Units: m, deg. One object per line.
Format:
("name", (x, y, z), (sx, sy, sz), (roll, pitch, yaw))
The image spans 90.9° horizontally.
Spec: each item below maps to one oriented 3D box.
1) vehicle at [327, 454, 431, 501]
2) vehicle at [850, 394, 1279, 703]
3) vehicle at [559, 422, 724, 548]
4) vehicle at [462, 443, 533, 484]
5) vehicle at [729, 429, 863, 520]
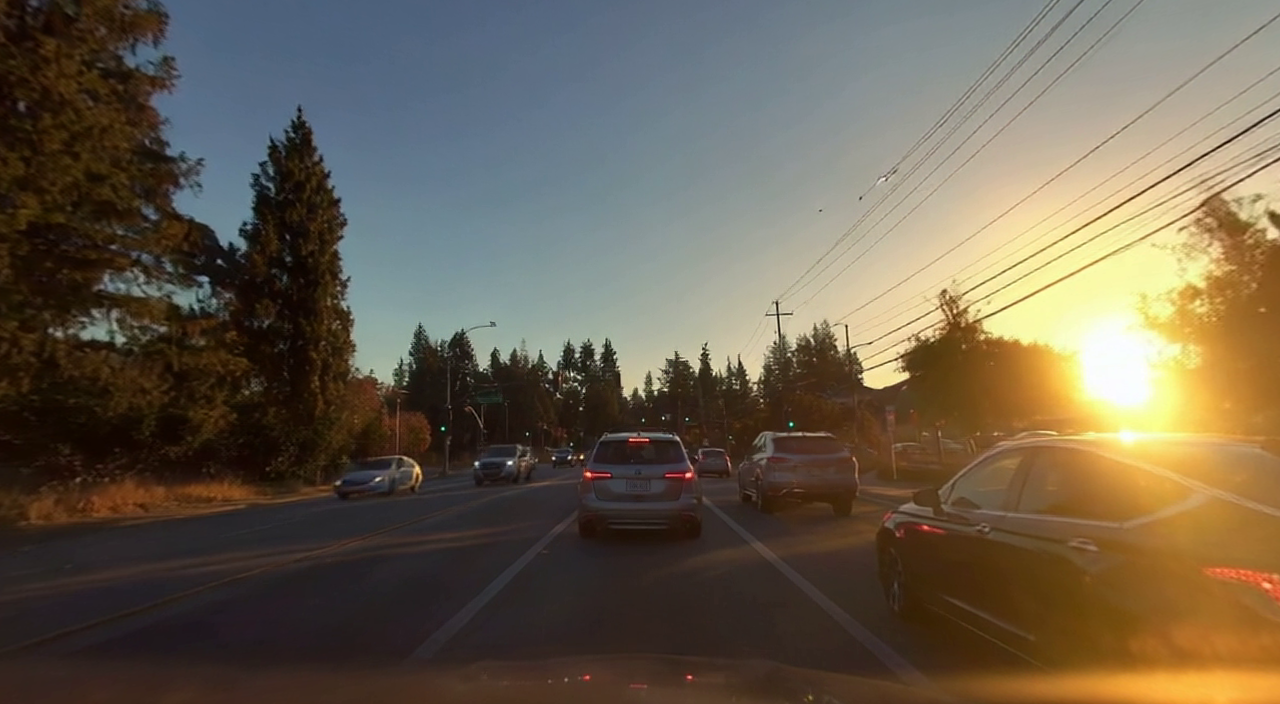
("vehicle", (-9.319, 4.494, 22.930), (1.854, 1.459, 4.288), (-1, -8, 1))
("vehicle", (2.865, 1.117, 3.505), (1.950, 1.487, 4.275), (0, -8, 1))
("vehicle", (0.036, 2.089, 10.556), (2.200, 1.653, 4.127), (0, -8, 1))
("vehicle", (-6.436, 5.084, 29.026), (2.218, 1.722, 4.397), (0, -8, 1))
("vehicle", (3.238, 2.613, 13.998), (1.914, 1.698, 4.049), (0, -8, 0))
